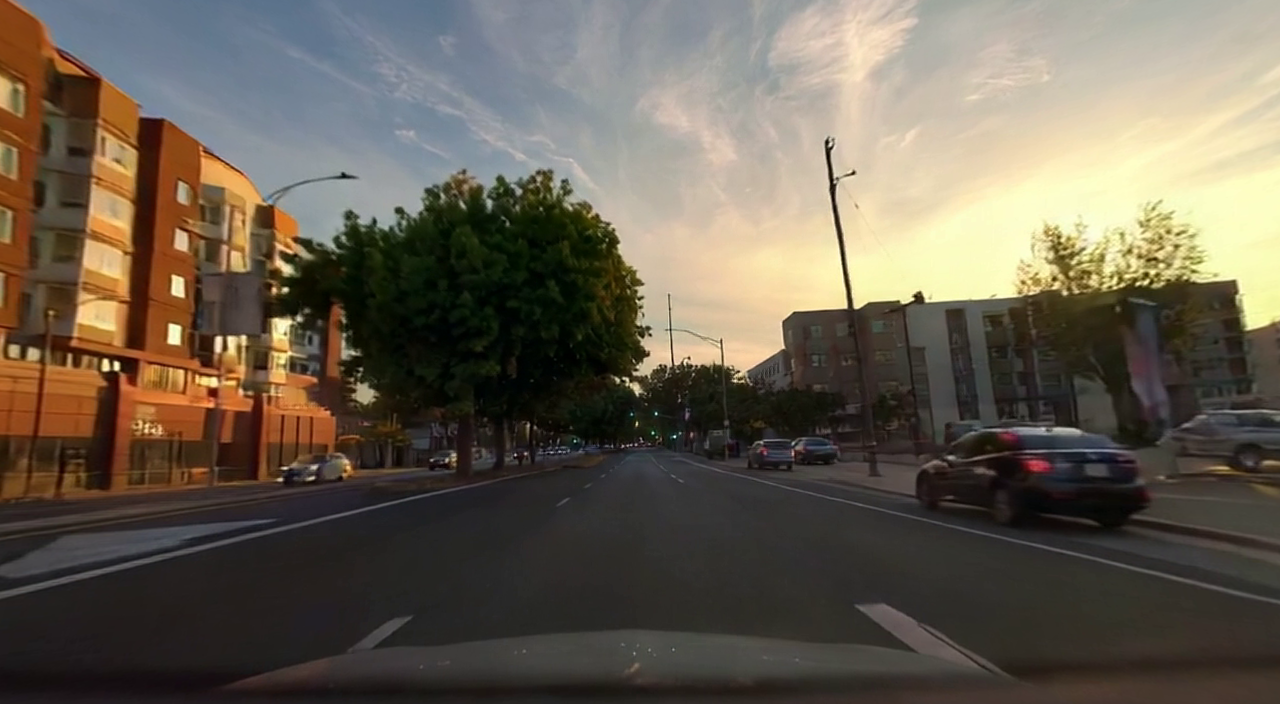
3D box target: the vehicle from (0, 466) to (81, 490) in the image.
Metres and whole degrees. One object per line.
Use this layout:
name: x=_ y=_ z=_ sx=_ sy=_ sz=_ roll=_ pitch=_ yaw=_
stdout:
vehicle: x=-39.630 y=8.204 z=41.227 sx=4.522 sy=1.438 sz=1.863 roll=-1 pitch=-8 yaw=3

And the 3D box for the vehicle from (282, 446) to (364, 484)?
vehicle: x=-15.798 y=5.595 z=31.772 sx=1.888 sy=1.744 sz=4.355 roll=0 pitch=-8 yaw=0

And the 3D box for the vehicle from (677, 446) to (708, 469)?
vehicle: x=3.737 y=7.547 z=45.566 sx=1.878 sy=1.534 sz=4.120 roll=0 pitch=-8 yaw=-1

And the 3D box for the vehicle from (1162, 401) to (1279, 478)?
vehicle: x=15.087 y=1.957 z=14.169 sx=4.830 sy=1.605 sz=1.982 roll=-1 pitch=-8 yaw=4

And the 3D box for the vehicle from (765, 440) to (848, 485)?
vehicle: x=6.612 y=4.438 z=25.676 sx=2.063 sy=1.631 sz=4.507 roll=0 pitch=-8 yaw=-1

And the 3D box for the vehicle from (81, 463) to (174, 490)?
vehicle: x=-33.753 y=8.173 z=41.652 sx=4.700 sy=1.643 sz=1.973 roll=-1 pitch=-9 yaw=8

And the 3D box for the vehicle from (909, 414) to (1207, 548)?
vehicle: x=6.510 y=2.045 z=10.669 sx=2.175 sy=1.770 sz=4.373 roll=-1 pitch=-8 yaw=3
